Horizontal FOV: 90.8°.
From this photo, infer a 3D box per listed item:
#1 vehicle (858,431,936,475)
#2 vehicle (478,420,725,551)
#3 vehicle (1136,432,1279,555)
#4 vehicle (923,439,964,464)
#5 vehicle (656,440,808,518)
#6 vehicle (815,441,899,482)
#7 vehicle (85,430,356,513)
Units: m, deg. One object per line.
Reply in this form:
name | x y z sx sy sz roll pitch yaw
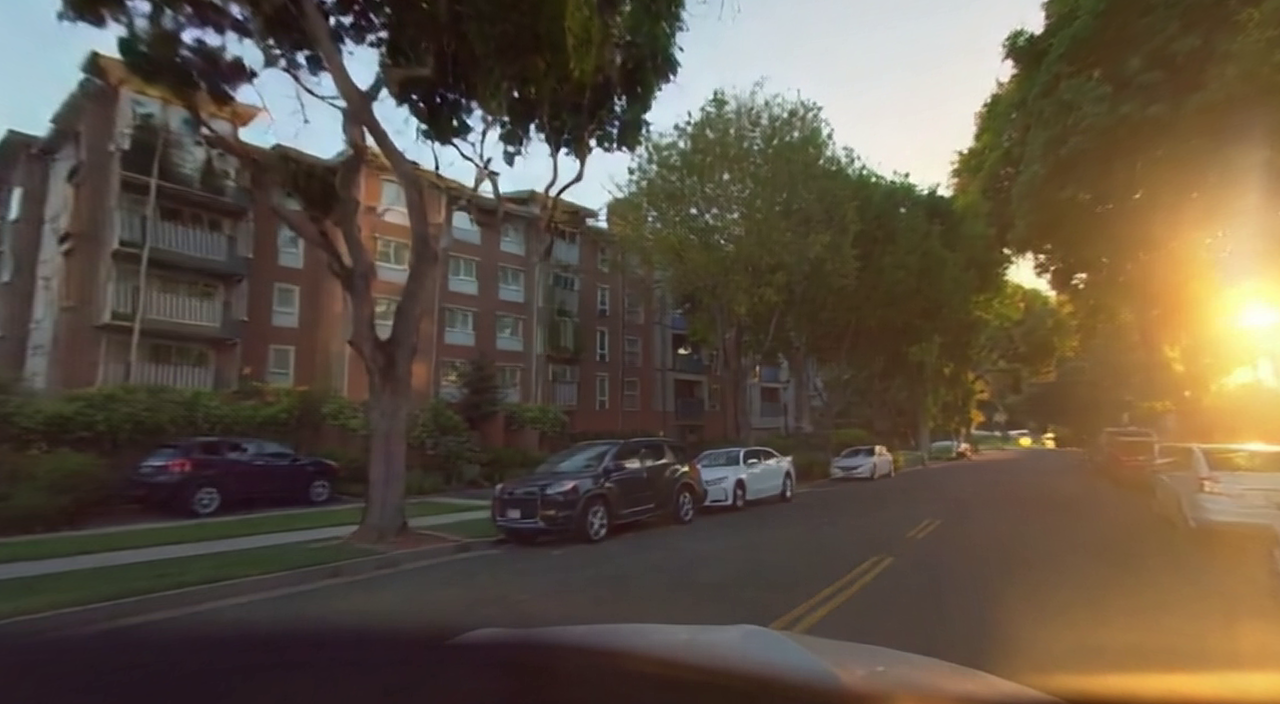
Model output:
vehicle | 12.366 4.752 30.158 2.229 1.869 5.791 -7 -10 33
vehicle | -0.396 2.166 11.008 1.946 1.744 4.584 -5 -10 32
vehicle | 9.001 1.944 9.302 2.084 1.441 4.402 -5 -10 31
vehicle | 20.229 6.581 41.999 1.939 1.513 4.401 -5 -10 31
vehicle | 2.384 2.906 15.174 1.902 1.478 4.696 -6 -9 30
vehicle | 8.649 4.270 24.947 1.921 1.463 4.313 -6 -10 35
vehicle | -8.734 2.495 13.799 1.812 1.458 4.714 -3 -9 19
